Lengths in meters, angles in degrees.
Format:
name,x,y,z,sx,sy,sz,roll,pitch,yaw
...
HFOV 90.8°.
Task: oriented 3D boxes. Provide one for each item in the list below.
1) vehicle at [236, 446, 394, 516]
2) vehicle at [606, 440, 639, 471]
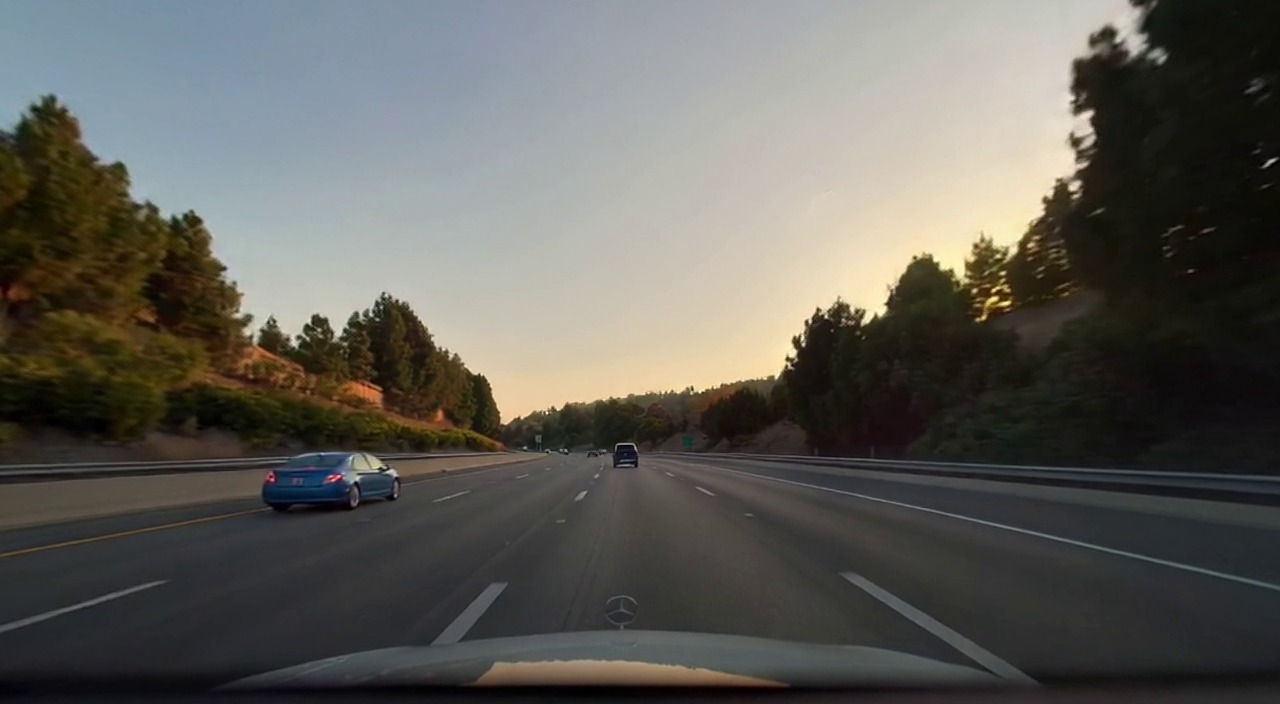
name,x,y,z,sx,sy,sz,roll,pitch,yaw
vehicle,-7.764,3.074,15.595,1.915,1.479,3.843,0,-9,-1
vehicle,-1.176,6.684,40.824,1.990,1.878,4.079,0,-9,-3
